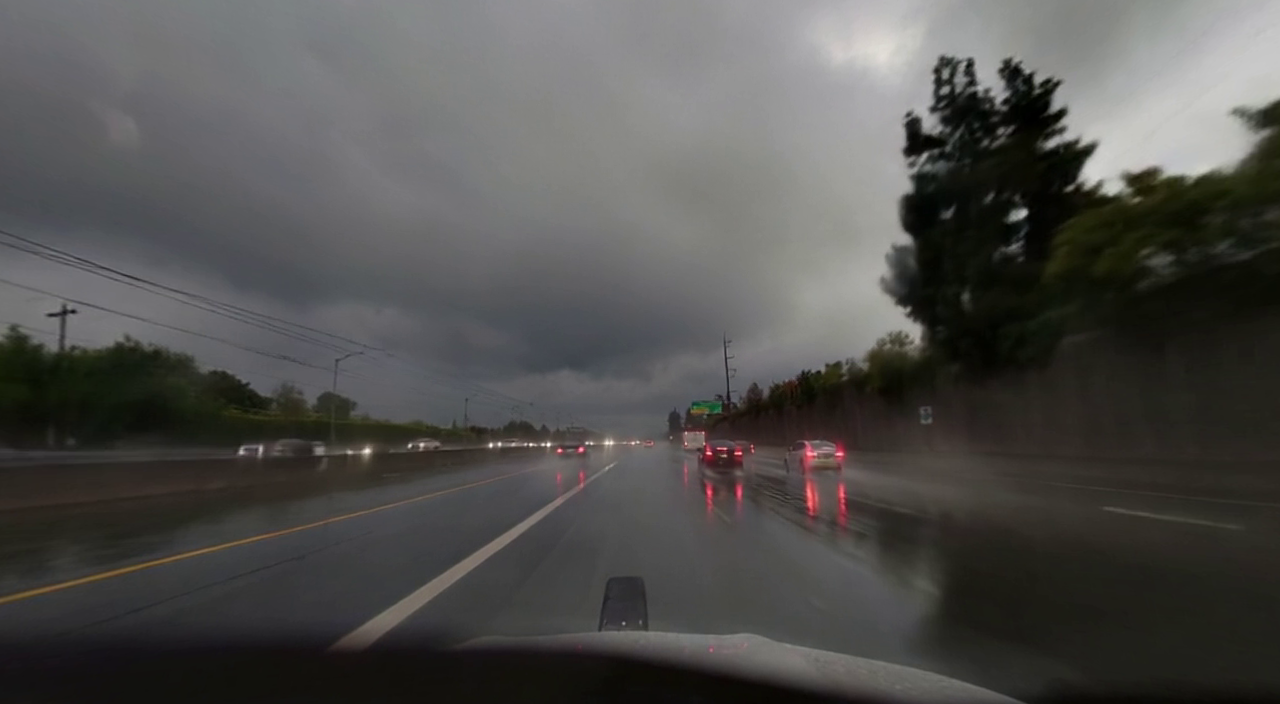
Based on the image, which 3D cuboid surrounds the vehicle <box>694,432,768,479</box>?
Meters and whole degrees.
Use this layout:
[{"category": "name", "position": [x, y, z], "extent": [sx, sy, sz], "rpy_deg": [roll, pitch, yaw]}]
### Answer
[{"category": "vehicle", "position": [3.424, 3.987, 24.638], "extent": [2.146, 1.639, 4.475], "rpy_deg": [0, -8, -1]}]

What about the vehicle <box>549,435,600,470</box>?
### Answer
[{"category": "vehicle", "position": [-3.402, 5.303, 33.458], "extent": [2.106, 1.682, 4.395], "rpy_deg": [-1, -8, 2]}]

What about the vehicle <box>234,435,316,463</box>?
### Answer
[{"category": "vehicle", "position": [-25.865, 6.892, 44.969], "extent": [2.229, 1.809, 5.847], "rpy_deg": [-1, -8, 2]}]

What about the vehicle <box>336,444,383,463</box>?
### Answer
[{"category": "vehicle", "position": [-21.952, 7.924, 49.516], "extent": [1.716, 1.427, 4.233], "rpy_deg": [-1, -8, 1]}]

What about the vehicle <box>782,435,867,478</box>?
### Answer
[{"category": "vehicle", "position": [7.333, 4.197, 25.633], "extent": [1.988, 1.518, 4.856], "rpy_deg": [0, -8, 0]}]
